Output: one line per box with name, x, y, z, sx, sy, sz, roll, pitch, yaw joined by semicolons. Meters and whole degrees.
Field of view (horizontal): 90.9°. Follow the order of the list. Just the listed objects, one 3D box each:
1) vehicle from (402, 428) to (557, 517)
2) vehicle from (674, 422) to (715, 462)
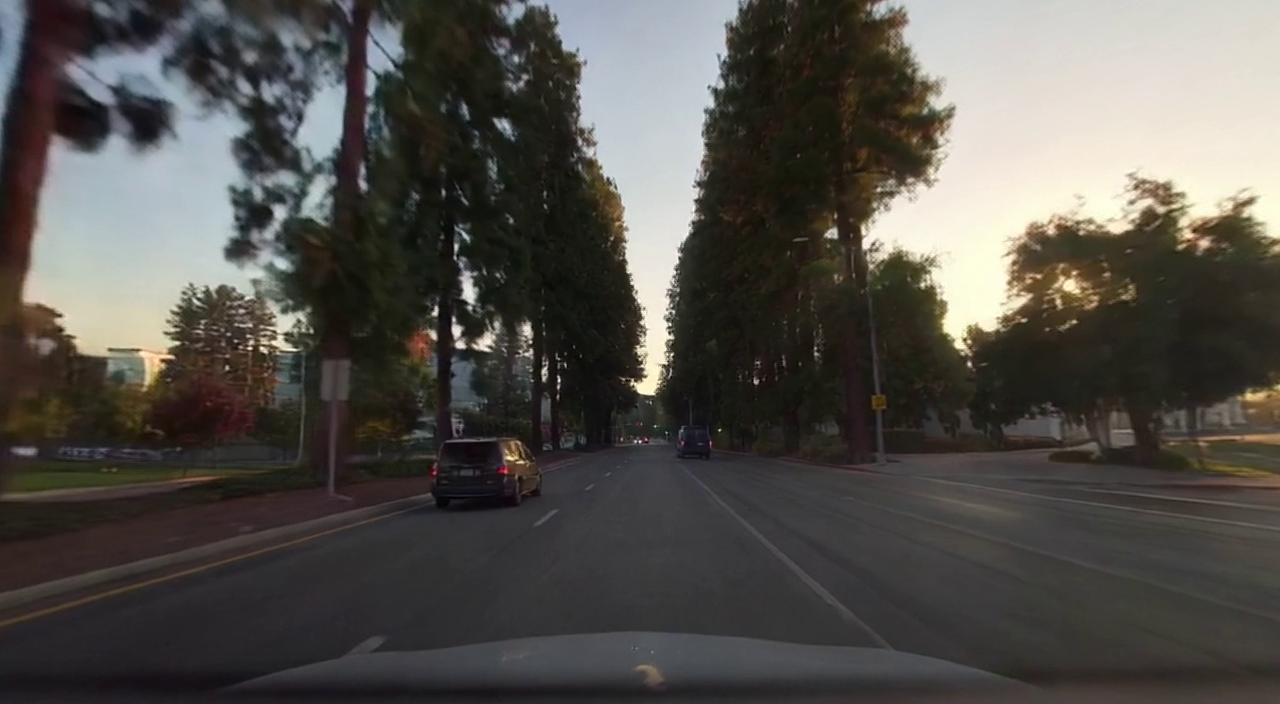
vehicle;-3.224;2.527;13.796;2.129;1.602;4.532;0;-8;1
vehicle;3.771;6.449;45.106;2.349;2.671;5.744;0;-8;-1
